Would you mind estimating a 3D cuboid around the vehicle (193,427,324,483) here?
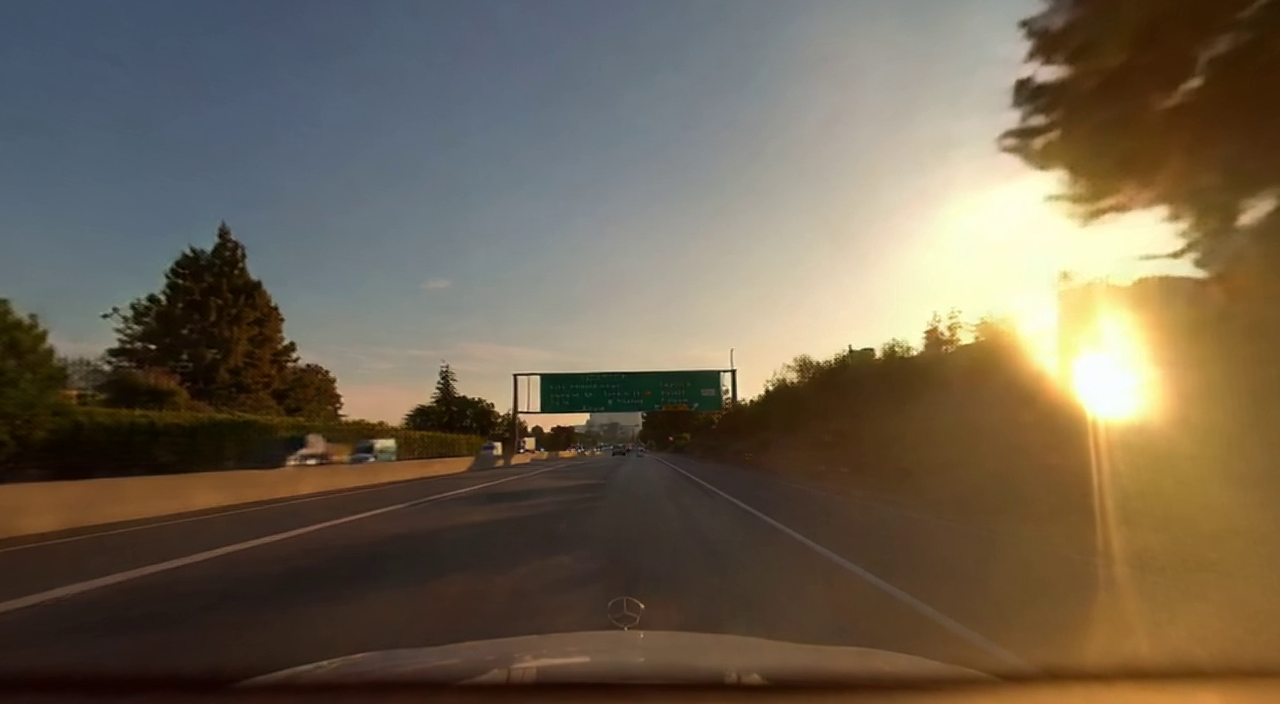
[{"bbox_3d":[-20.423,5.553,34.417,2.641,2.694,7.114,0,-9,0],"label":"vehicle"}]
